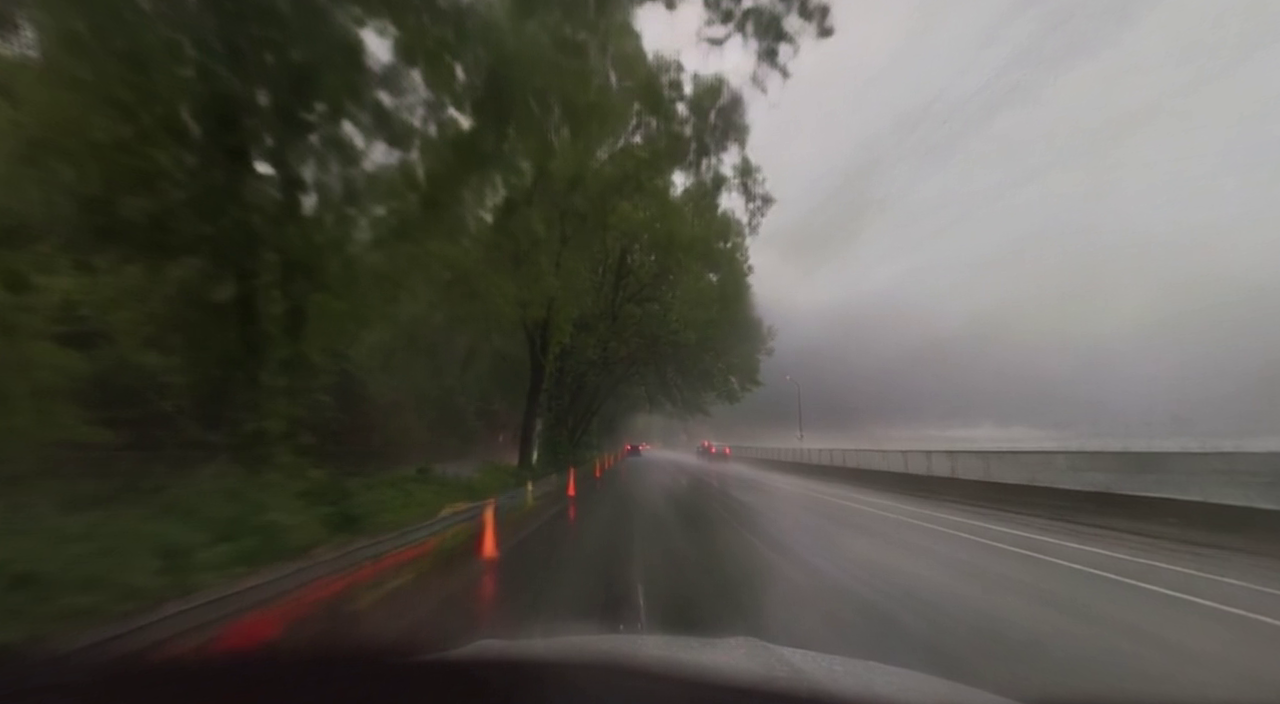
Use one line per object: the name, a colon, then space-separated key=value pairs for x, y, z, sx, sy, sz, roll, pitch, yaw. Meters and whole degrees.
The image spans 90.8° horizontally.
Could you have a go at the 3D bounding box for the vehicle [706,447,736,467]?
vehicle: x=6.272 y=8.189 z=49.331 sx=1.904 sy=1.470 sz=4.583 roll=0 pitch=-8 yaw=2
